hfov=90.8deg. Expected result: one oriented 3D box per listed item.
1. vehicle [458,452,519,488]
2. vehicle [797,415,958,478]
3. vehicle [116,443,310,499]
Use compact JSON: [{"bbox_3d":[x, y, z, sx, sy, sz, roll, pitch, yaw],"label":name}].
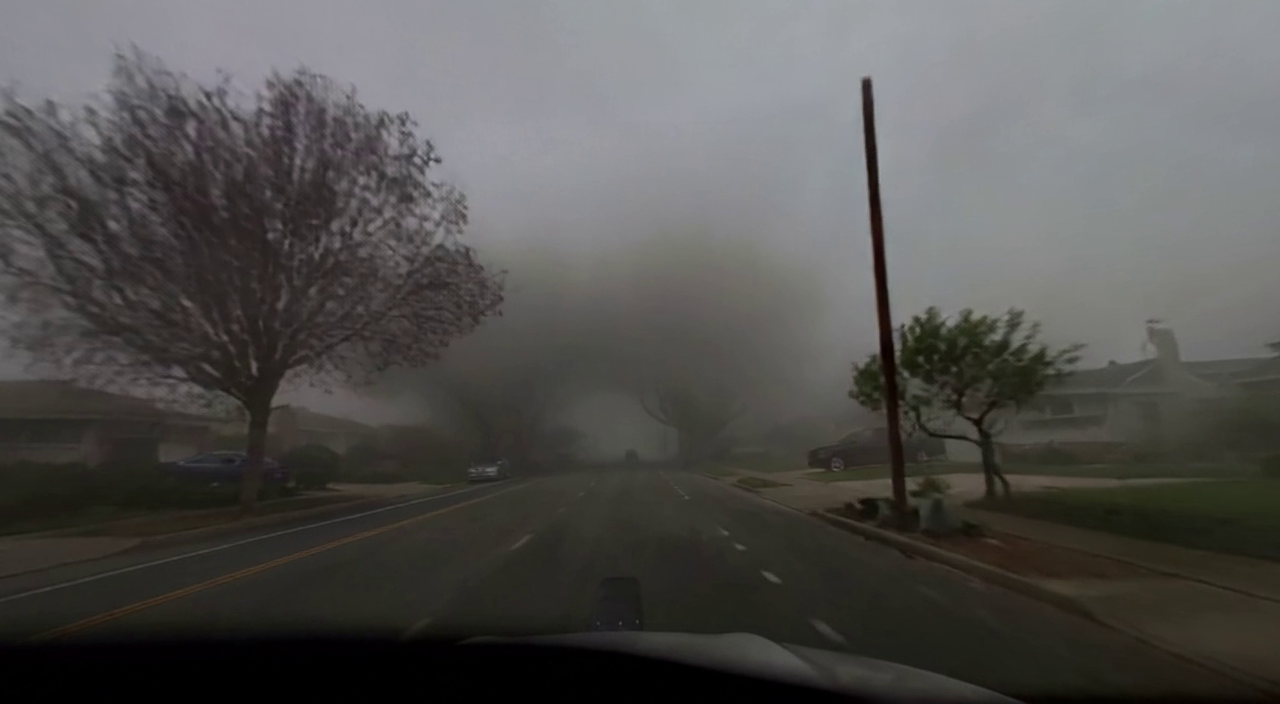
[{"bbox_3d":[-7.668,6.010,32.436,1.973,1.500,4.781,-5,-9,-2],"label":"vehicle"},{"bbox_3d":[8.967,3.624,24.202,5.221,1.958,1.992,-4,-9,0],"label":"vehicle"},{"bbox_3d":[-14.261,3.992,21.376,4.995,1.760,1.988,0,-9,-2],"label":"vehicle"}]
